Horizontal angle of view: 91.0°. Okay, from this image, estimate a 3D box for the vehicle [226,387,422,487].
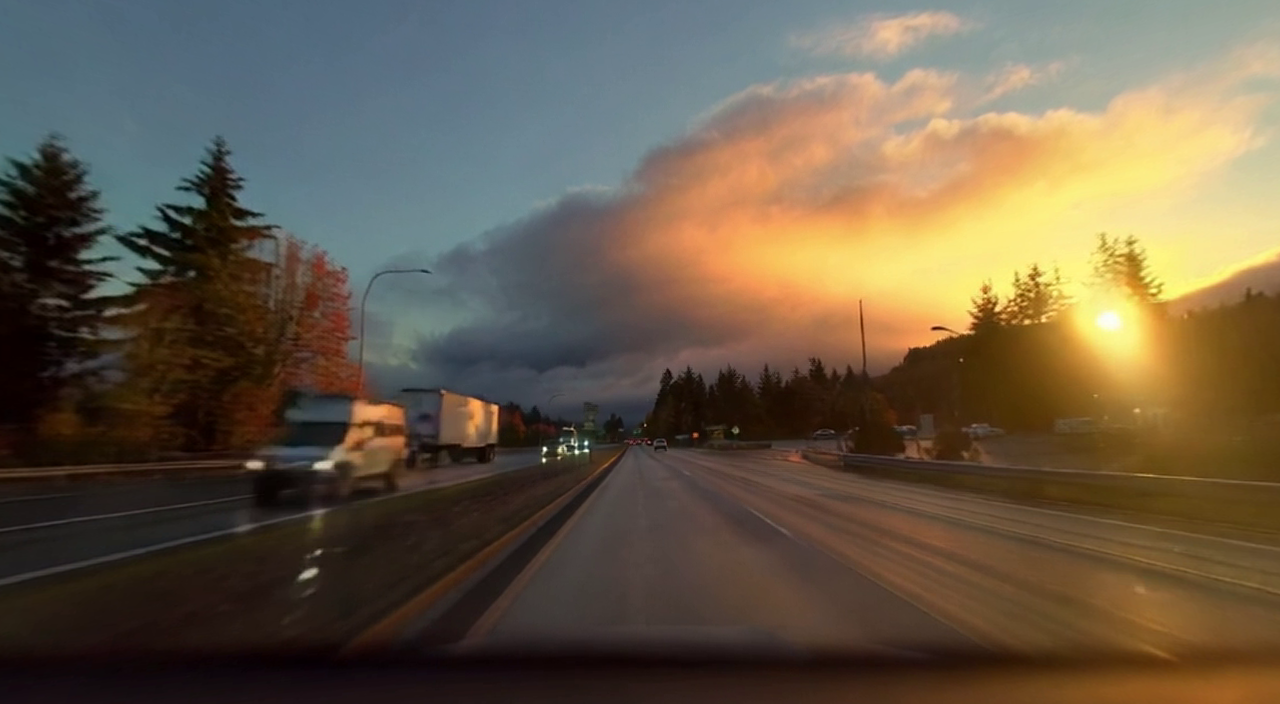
[{"bbox_3d":[-8.362,2.391,17.573,2.314,2.316,5.813,0,-8,1],"label":"vehicle"}]

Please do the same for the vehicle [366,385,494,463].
[{"bbox_3d":[-11.726,4.437,37.237,3.077,3.738,13.263,0,-8,0],"label":"vehicle"}]
